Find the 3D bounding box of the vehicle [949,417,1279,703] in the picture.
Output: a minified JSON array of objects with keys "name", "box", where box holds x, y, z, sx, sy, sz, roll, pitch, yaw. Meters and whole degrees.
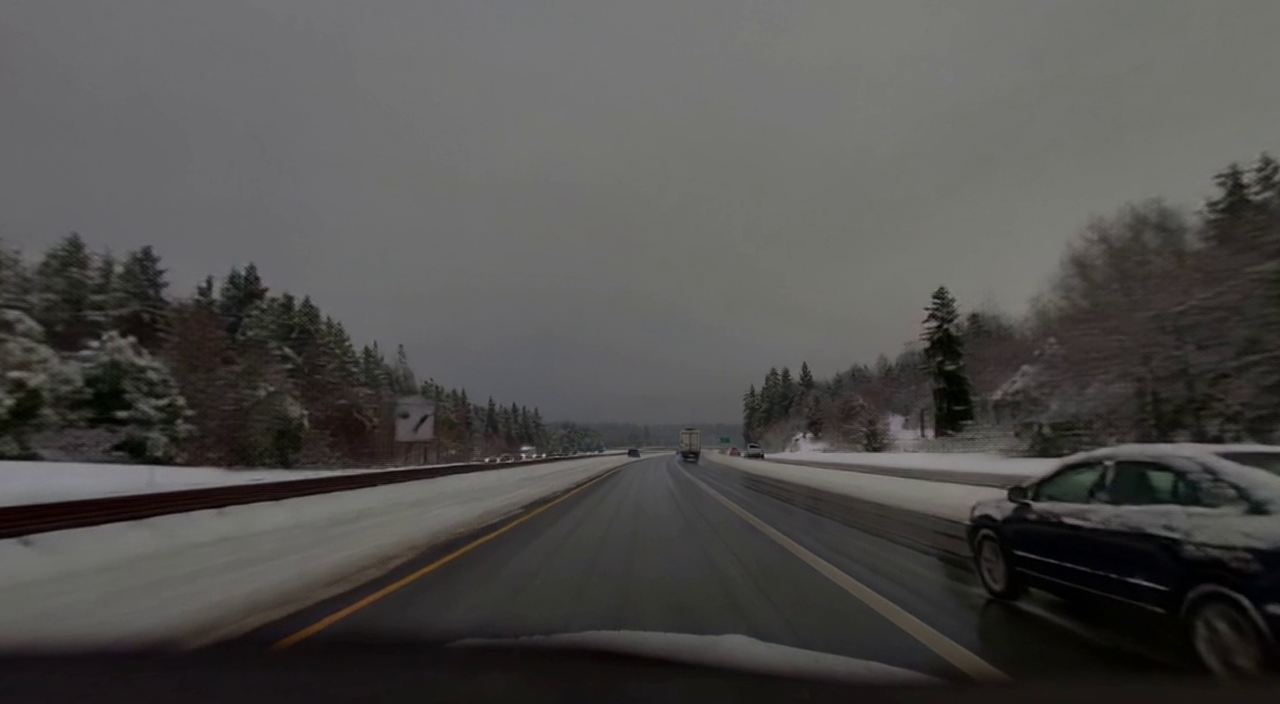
[{"name":"vehicle","box":[3.838,1.159,3.677,1.938,1.456,4.204,0,-9,0]}]
